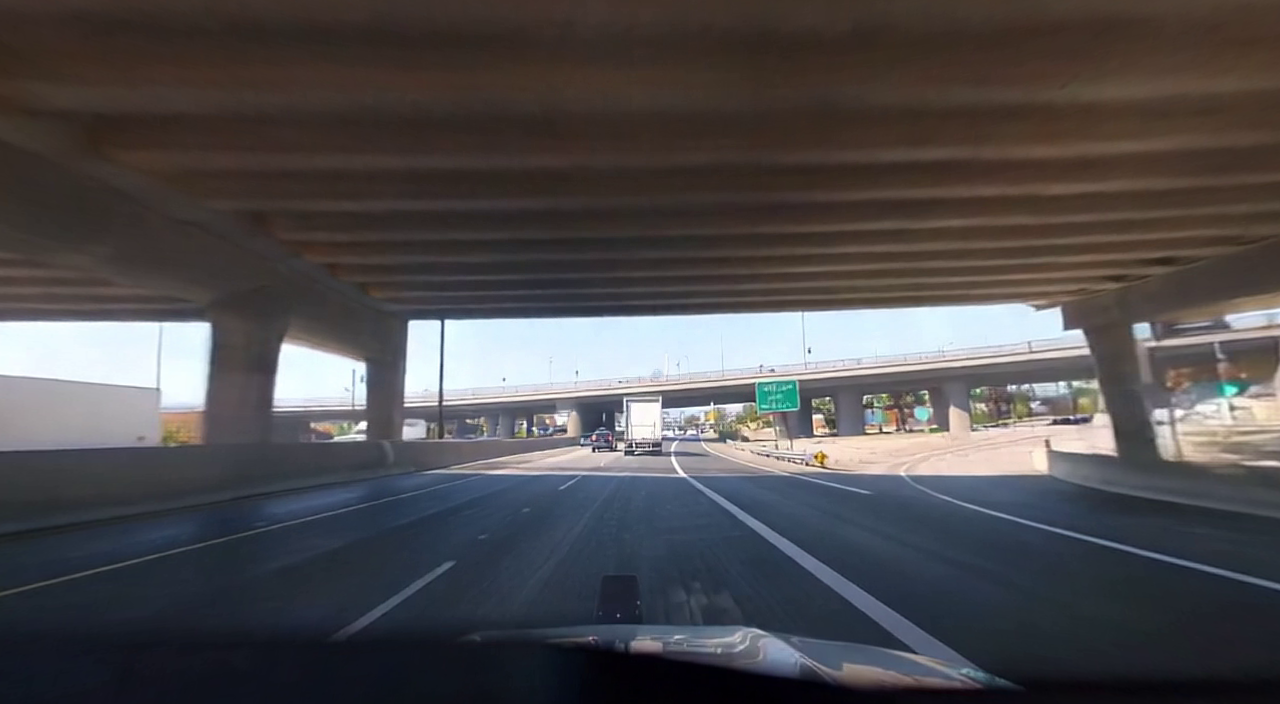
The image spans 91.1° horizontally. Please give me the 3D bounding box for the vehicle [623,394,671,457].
[{"bbox_3d":[0.459,5.439,45.667,3.024,4.019,10.605,0,-8,0],"label":"vehicle"}]

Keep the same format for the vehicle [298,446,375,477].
[{"bbox_3d":[-15.665,5.648,32.690,1.846,1.465,4.149,0,-8,1],"label":"vehicle"}]

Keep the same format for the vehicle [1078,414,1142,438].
[{"bbox_3d":[34.232,5.422,45.747,4.346,1.637,2.091,4,-9,-30],"label":"vehicle"}]

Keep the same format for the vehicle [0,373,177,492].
[{"bbox_3d":[-23.591,2.891,22.512,2.940,4.056,14.297,0,-8,1],"label":"vehicle"}]
